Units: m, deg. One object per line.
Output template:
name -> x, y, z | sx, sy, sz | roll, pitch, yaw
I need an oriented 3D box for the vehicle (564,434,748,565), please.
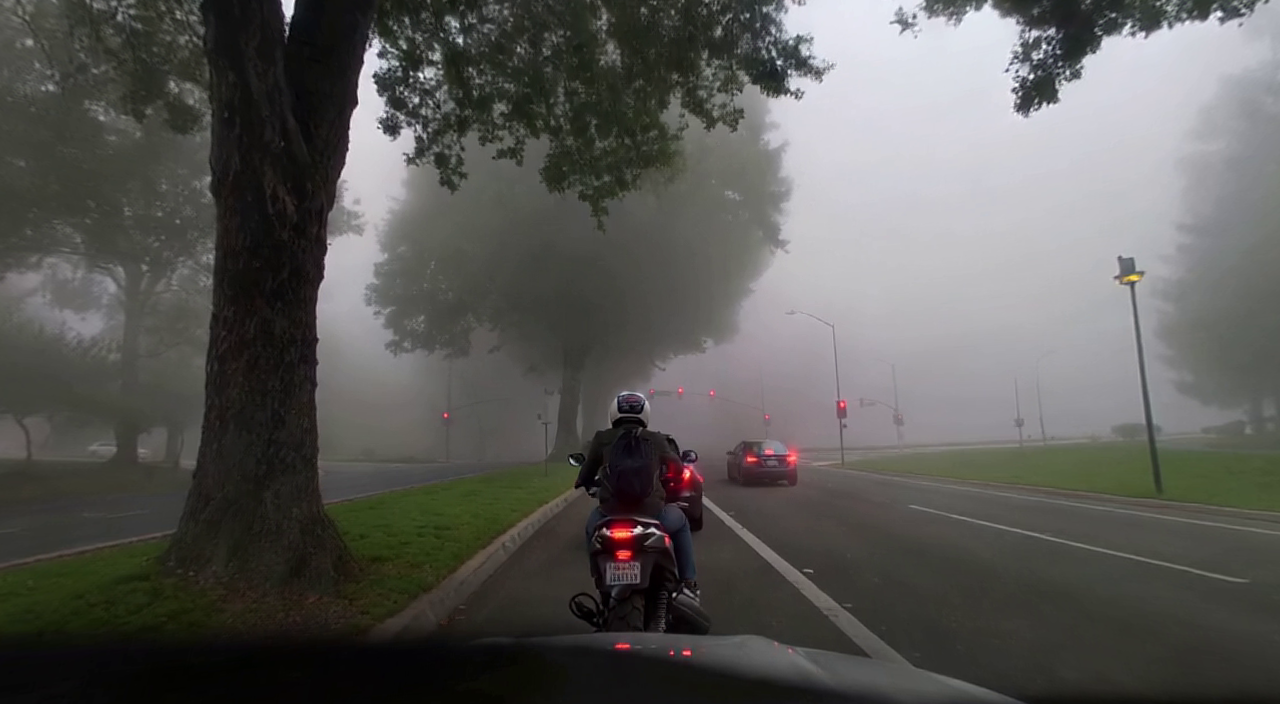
vehicle -> 0.138, 2.000, 9.435 | 2.093, 1.450, 4.437 | 0, -8, -1
